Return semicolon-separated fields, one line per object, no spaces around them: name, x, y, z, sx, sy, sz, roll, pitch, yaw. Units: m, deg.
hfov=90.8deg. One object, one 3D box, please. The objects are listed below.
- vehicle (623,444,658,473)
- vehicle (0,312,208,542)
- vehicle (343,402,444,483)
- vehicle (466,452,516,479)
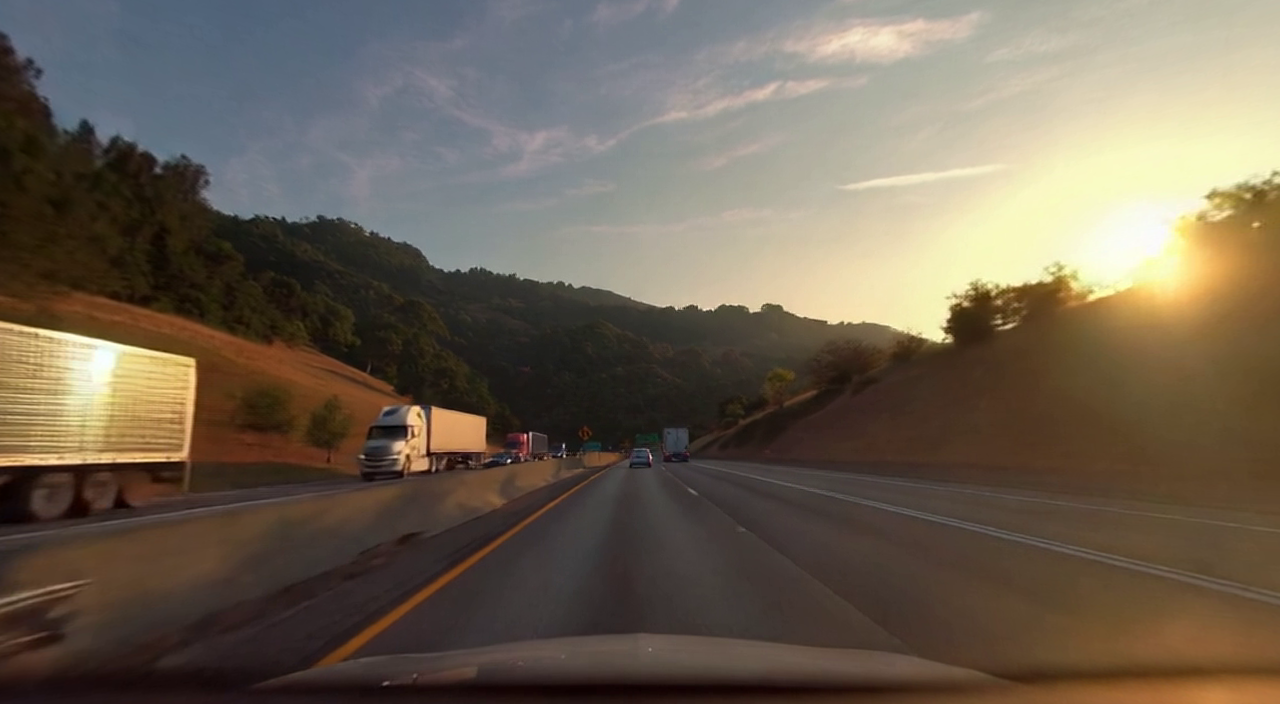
vehicle;0.022;6.800;40.469;2.137;1.689;4.051;0;-9;-1
vehicle;-12.776;1.056;9.427;2.849;4.050;14.158;0;-9;-1
vehicle;-12.938;4.868;33.771;2.949;3.947;5.850;0;-9;0
vehicle;-8.857;6.735;37.761;1.912;1.462;4.317;0;-9;0
